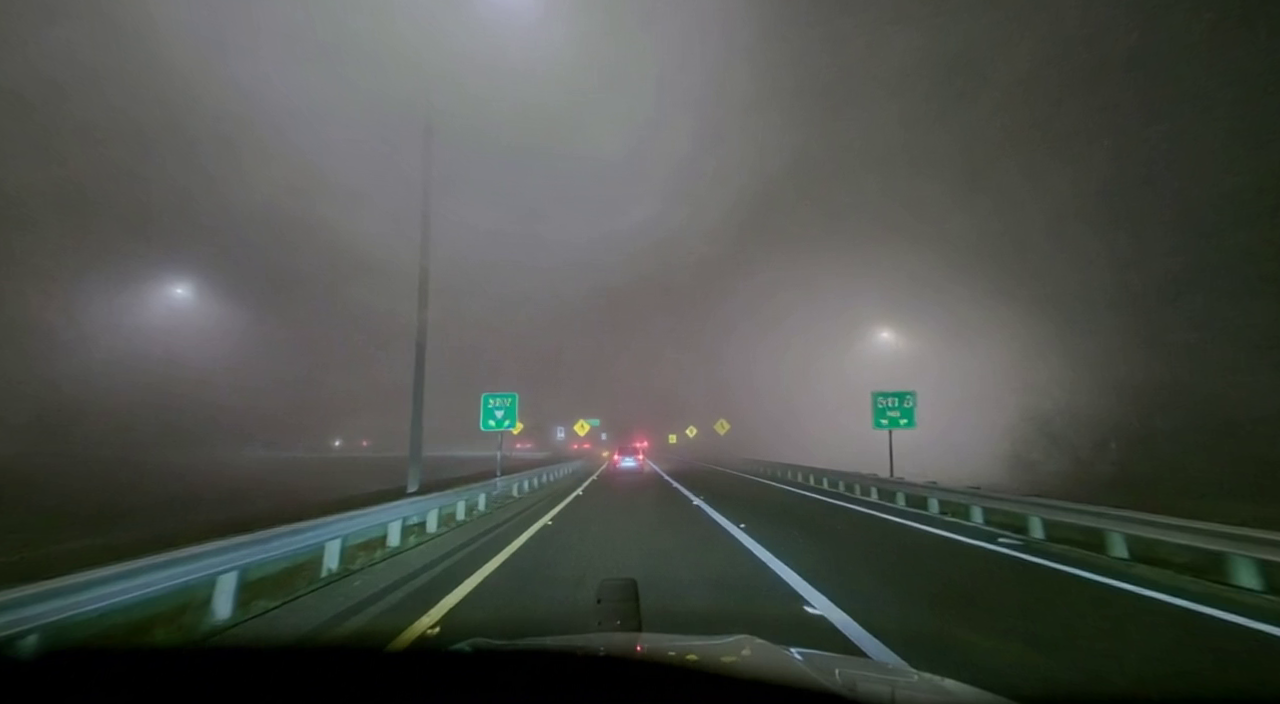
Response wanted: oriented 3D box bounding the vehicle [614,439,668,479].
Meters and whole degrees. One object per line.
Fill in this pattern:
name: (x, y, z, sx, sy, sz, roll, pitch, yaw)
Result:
vehicle: (0.021, 4.281, 25.262, 2.006, 1.486, 3.950, 0, -9, 0)
